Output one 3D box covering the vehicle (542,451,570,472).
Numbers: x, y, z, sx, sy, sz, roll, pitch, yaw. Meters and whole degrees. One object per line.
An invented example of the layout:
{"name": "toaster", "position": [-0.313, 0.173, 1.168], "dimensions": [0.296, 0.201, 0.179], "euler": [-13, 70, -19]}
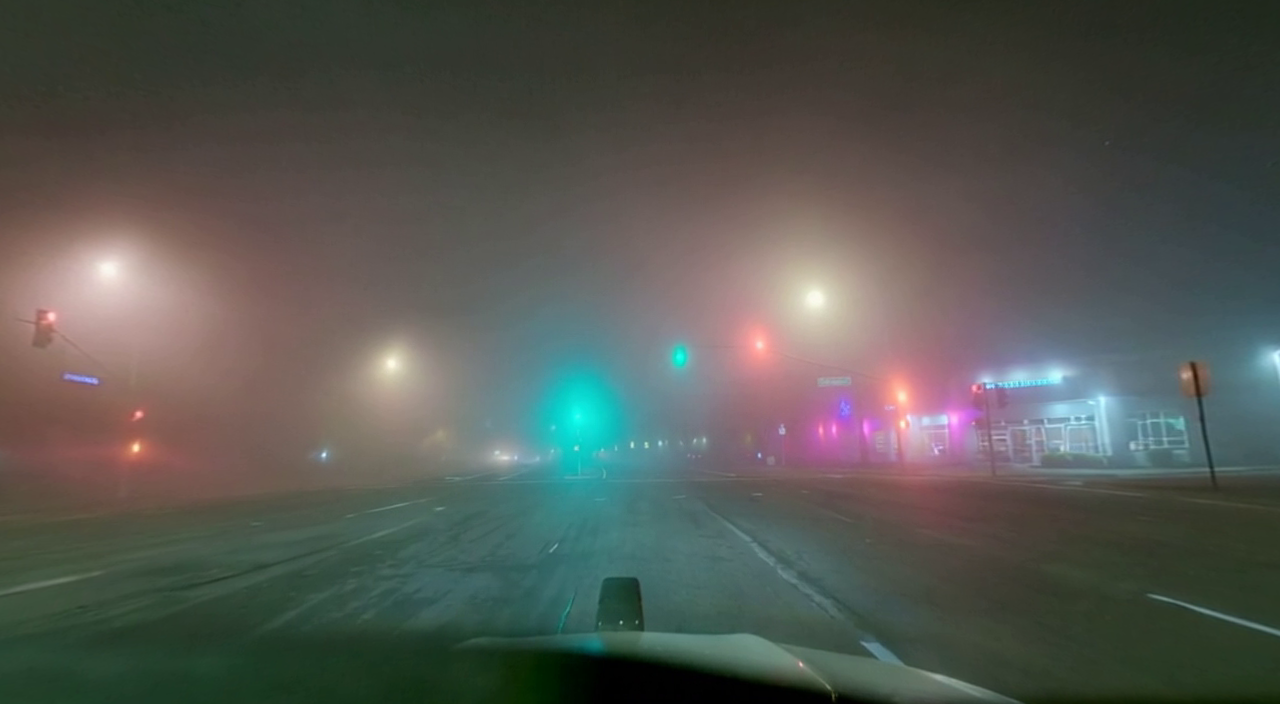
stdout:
{"name": "vehicle", "position": [-6.586, 8.586, 49.710], "dimensions": [1.894, 1.474, 4.332], "euler": [0, -8, -4]}
